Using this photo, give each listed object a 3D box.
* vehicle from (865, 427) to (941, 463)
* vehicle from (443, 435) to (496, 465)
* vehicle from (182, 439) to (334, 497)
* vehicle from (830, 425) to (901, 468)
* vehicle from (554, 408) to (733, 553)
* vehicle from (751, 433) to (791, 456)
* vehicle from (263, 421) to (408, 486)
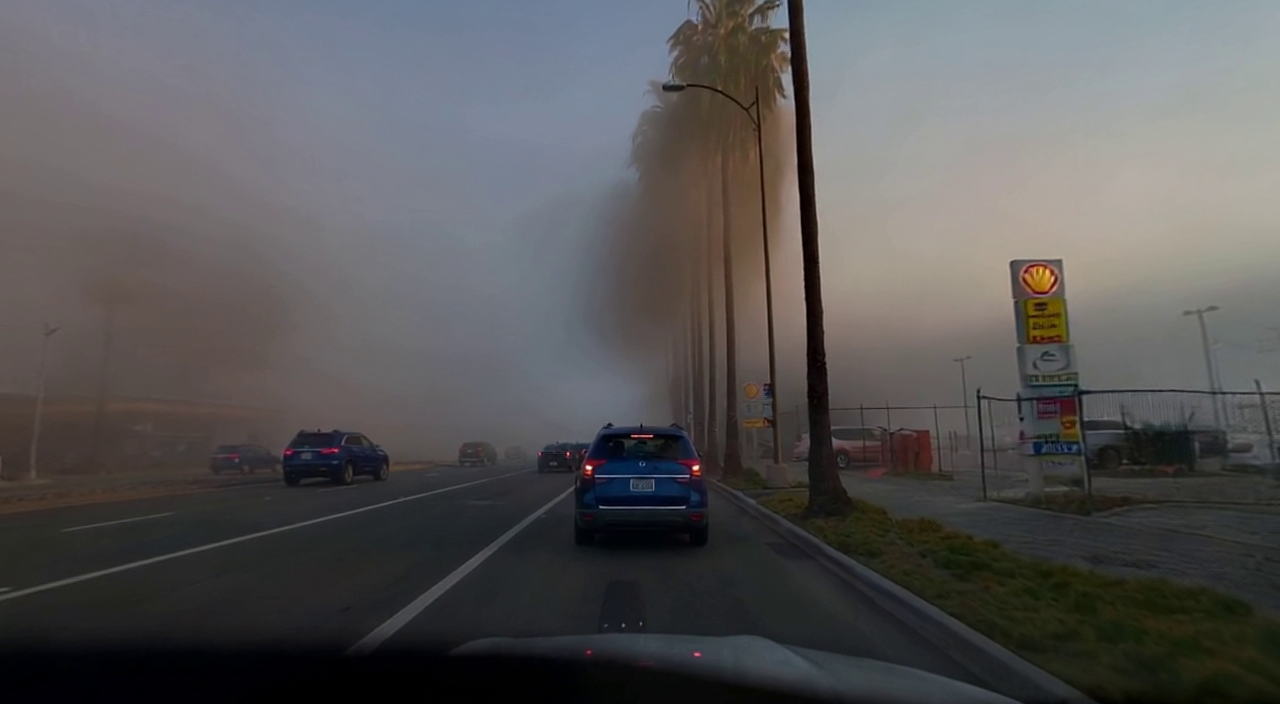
[{"bbox_3d":[12.074,4.308,29.065,1.681,1.503,3.781,1,-9,-3],"label":"vehicle"},{"bbox_3d":[-10.526,6.073,39.060,1.965,1.743,4.327,0,-9,1],"label":"vehicle"},{"bbox_3d":[-10.079,3.065,16.904,1.924,1.384,3.426,0,-8,0],"label":"vehicle"},{"bbox_3d":[8.280,3.433,22.874,1.837,1.416,3.947,-4,-10,27],"label":"vehicle"},{"bbox_3d":[0.060,1.820,9.480,2.121,1.710,3.893,0,-8,1],"label":"vehicle"},{"bbox_3d":[9.158,6.489,44.093,1.929,1.496,4.245,0,-8,1],"label":"vehicle"},{"bbox_3d":[-10.073,3.427,21.412,2.269,1.934,5.350,0,-8,-1],"label":"vehicle"}]
